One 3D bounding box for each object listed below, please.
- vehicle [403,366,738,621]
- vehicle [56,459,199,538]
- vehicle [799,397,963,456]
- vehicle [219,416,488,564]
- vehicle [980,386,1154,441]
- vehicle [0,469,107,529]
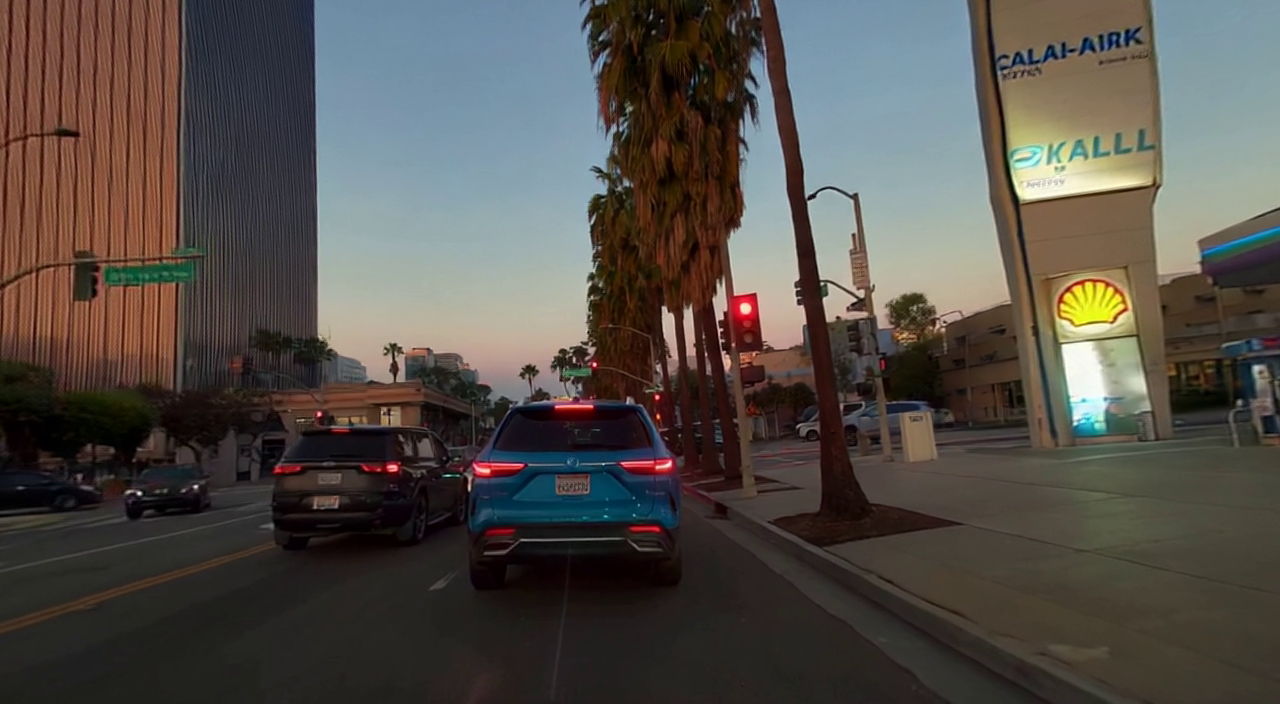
[{"bbox_3d":[-0.655,1.411,7.295,2.519,1.913,4.819,0,-8,-3],"label":"vehicle"},{"bbox_3d":[-14.020,3.830,17.188,4.660,1.708,2.331,-8,-12,44],"label":"vehicle"},{"bbox_3d":[9.013,2.842,23.966,5.307,2.076,2.122,0,-8,-5],"label":"vehicle"},{"bbox_3d":[-3.929,1.965,9.914,2.097,1.692,5.030,0,-8,-3],"label":"vehicle"},{"bbox_3d":[16.249,2.405,24.278,5.033,1.999,2.259,0,-8,-3],"label":"vehicle"},{"bbox_3d":[-21.475,4.899,21.240,5.011,1.796,2.176,0,-8,-1],"label":"vehicle"}]
